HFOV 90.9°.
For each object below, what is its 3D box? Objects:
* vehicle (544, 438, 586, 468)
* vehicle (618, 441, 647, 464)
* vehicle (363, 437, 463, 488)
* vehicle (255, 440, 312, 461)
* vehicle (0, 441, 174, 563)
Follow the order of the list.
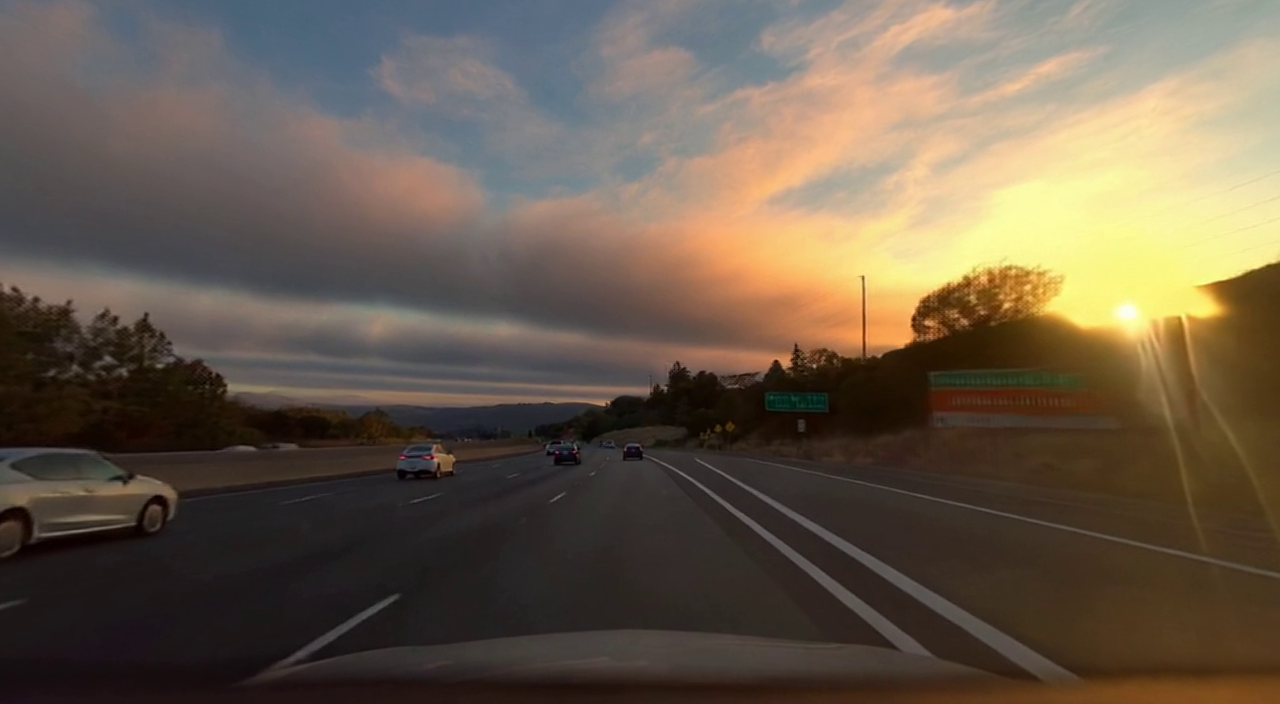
[{"bbox_3d":[-4.392,5.954,37.436,1.991,1.610,4.606,0,-8,-1],"label":"vehicle"},{"bbox_3d":[-0.525,6.764,42.725,1.881,1.460,3.694,0,-8,-1],"label":"vehicle"},{"bbox_3d":[-7.969,3.910,22.603,2.086,1.628,4.039,0,-8,-1],"label":"vehicle"},{"bbox_3d":[-28.016,7.767,49.750,1.943,1.532,4.580,0,-8,-2],"label":"vehicle"},{"bbox_3d":[-8.773,1.886,8.012,1.935,1.474,5.033,0,-8,-1],"label":"vehicle"}]
